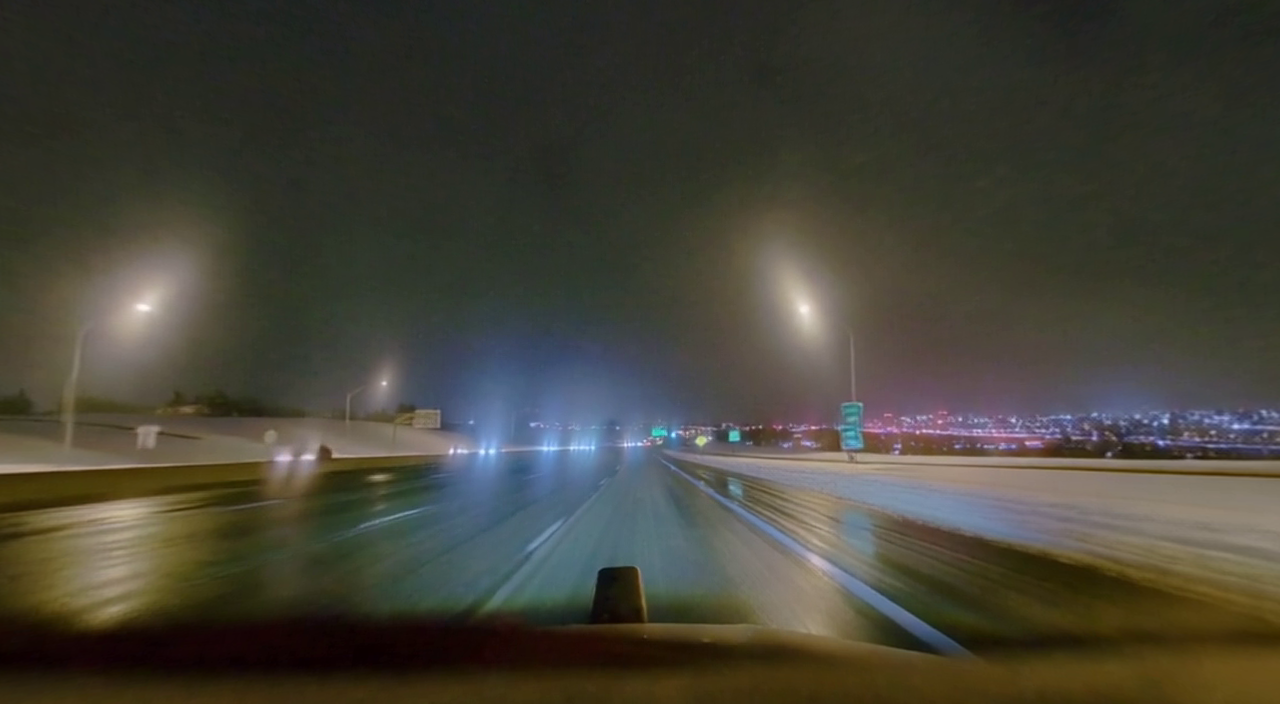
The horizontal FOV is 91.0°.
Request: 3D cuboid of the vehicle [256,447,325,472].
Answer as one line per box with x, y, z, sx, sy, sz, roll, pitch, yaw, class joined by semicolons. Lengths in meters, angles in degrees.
-22.702;6.970;41.084;1.836;1.517;4.426;0;-9;2;vehicle
